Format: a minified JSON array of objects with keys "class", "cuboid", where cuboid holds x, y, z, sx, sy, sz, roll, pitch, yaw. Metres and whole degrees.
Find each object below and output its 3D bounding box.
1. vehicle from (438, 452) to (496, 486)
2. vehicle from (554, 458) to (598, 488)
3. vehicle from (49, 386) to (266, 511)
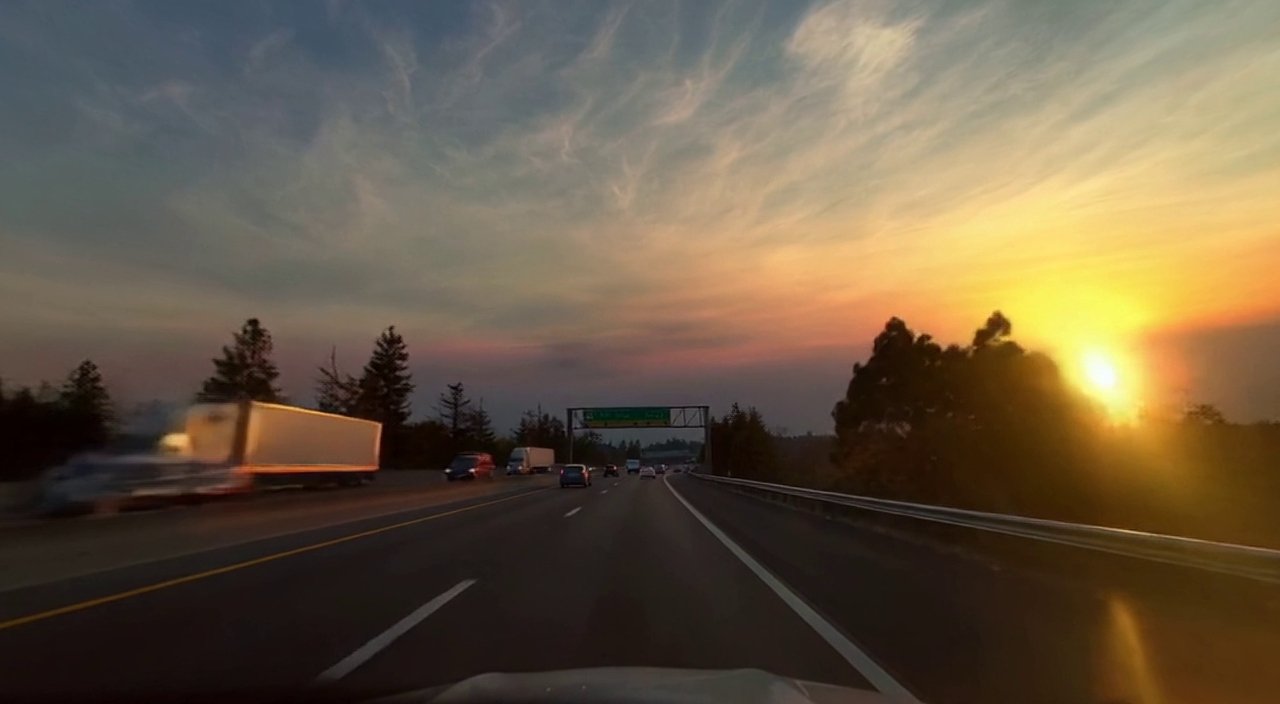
[{"class":"vehicle","cuboid":[-12.114,8.255,44.514,2.282,2.189,5.633,1,-10,2]},{"class":"vehicle","cuboid":[-3.970,7.689,40.012,2.160,1.721,4.368,1,-10,2]},{"class":"vehicle","cuboid":[-17.232,3.611,23.213,3.027,3.952,5.790,1,-10,1]}]
